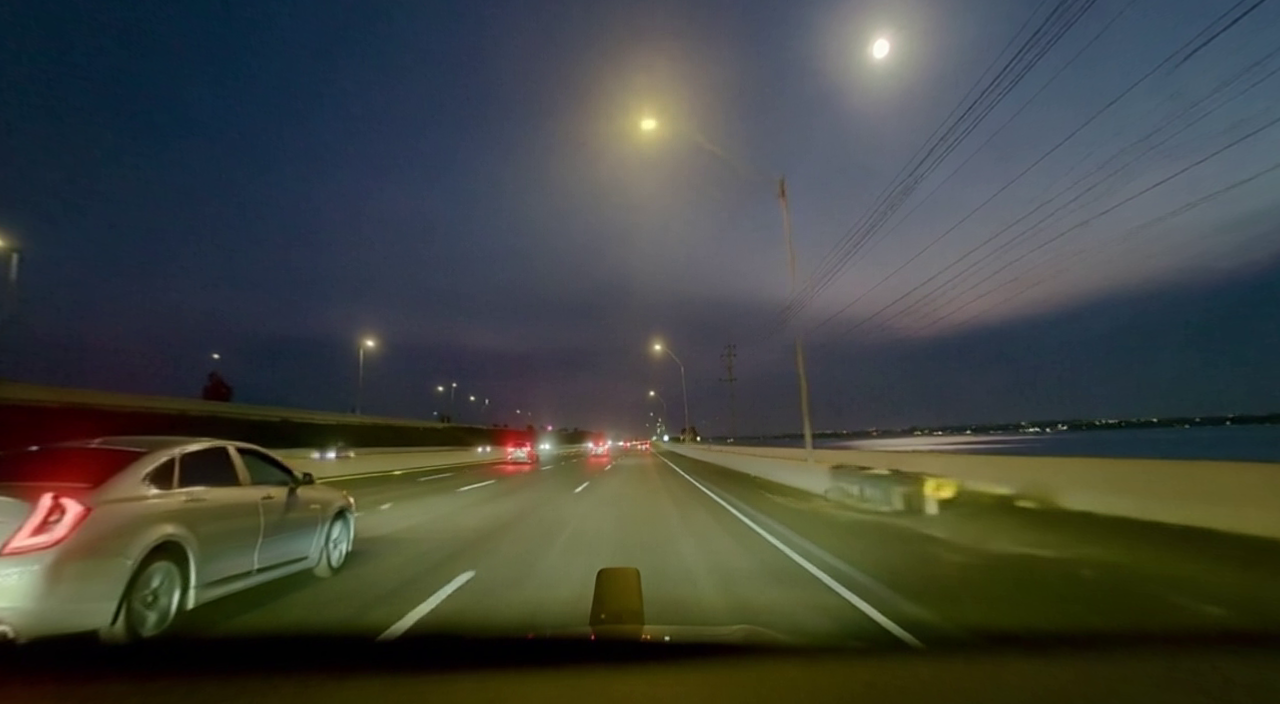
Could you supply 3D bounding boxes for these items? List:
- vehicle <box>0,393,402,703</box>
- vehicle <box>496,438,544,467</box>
[{"bbox_3d":[-3.565,1.197,4.395,2.015,1.501,4.454,0,-8,1],"label":"vehicle"},{"bbox_3d":[-7.382,6.247,39.328,2.050,1.717,4.418,0,-8,1],"label":"vehicle"}]
